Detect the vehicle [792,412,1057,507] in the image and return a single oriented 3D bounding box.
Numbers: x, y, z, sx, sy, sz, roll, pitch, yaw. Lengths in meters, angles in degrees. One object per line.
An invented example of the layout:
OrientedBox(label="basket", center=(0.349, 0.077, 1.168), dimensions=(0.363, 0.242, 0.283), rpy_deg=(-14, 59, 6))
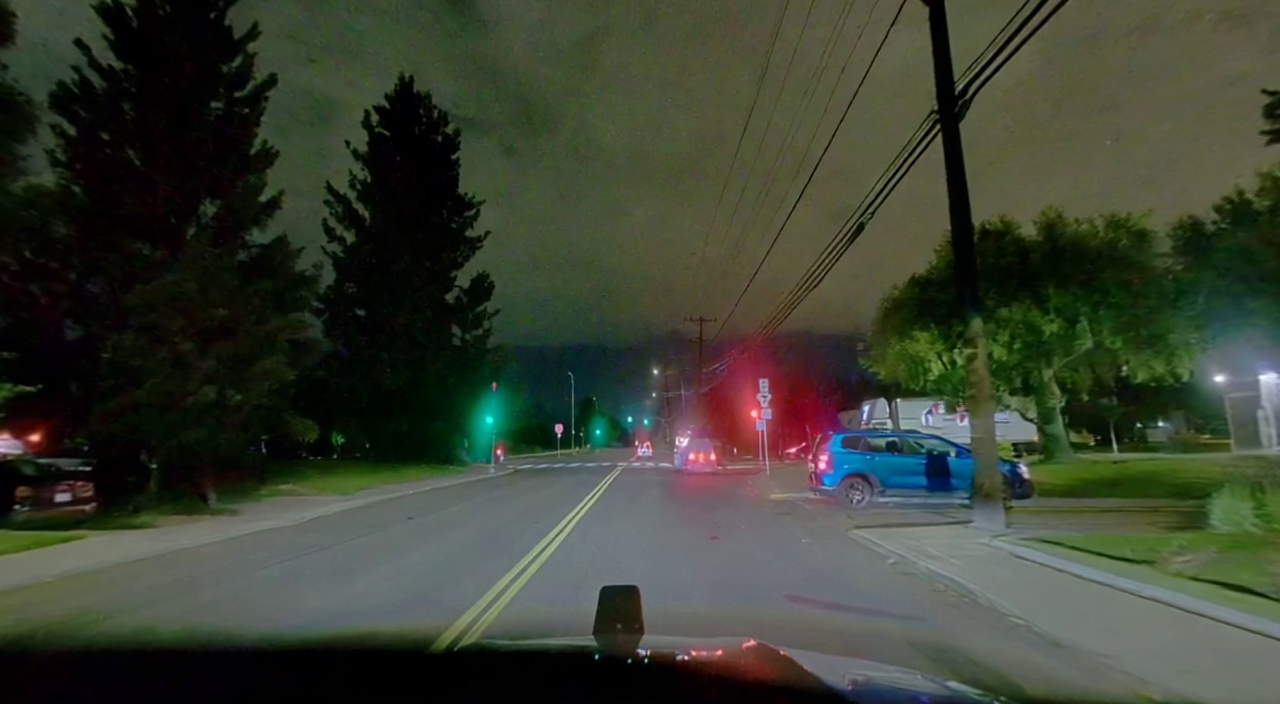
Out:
OrientedBox(label="vehicle", center=(5.993, 2.353, 14.020), dimensions=(4.814, 1.872, 2.220), rpy_deg=(-1, -9, 7))

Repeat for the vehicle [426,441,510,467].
OrientedBox(label="vehicle", center=(-13.041, 7.801, 48.370), dimensions=(5.866, 1.904, 2.197), rpy_deg=(1, -9, -6))

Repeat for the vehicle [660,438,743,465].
OrientedBox(label="vehicle", center=(4.484, 7.275, 46.404), dimensions=(5.536, 1.868, 2.553), rpy_deg=(-7, -11, 38))

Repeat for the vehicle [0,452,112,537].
OrientedBox(label="vehicle", center=(-12.522, 2.692, 12.309), dimensions=(3.793, 1.440, 2.026), rpy_deg=(-5, -10, 28))
